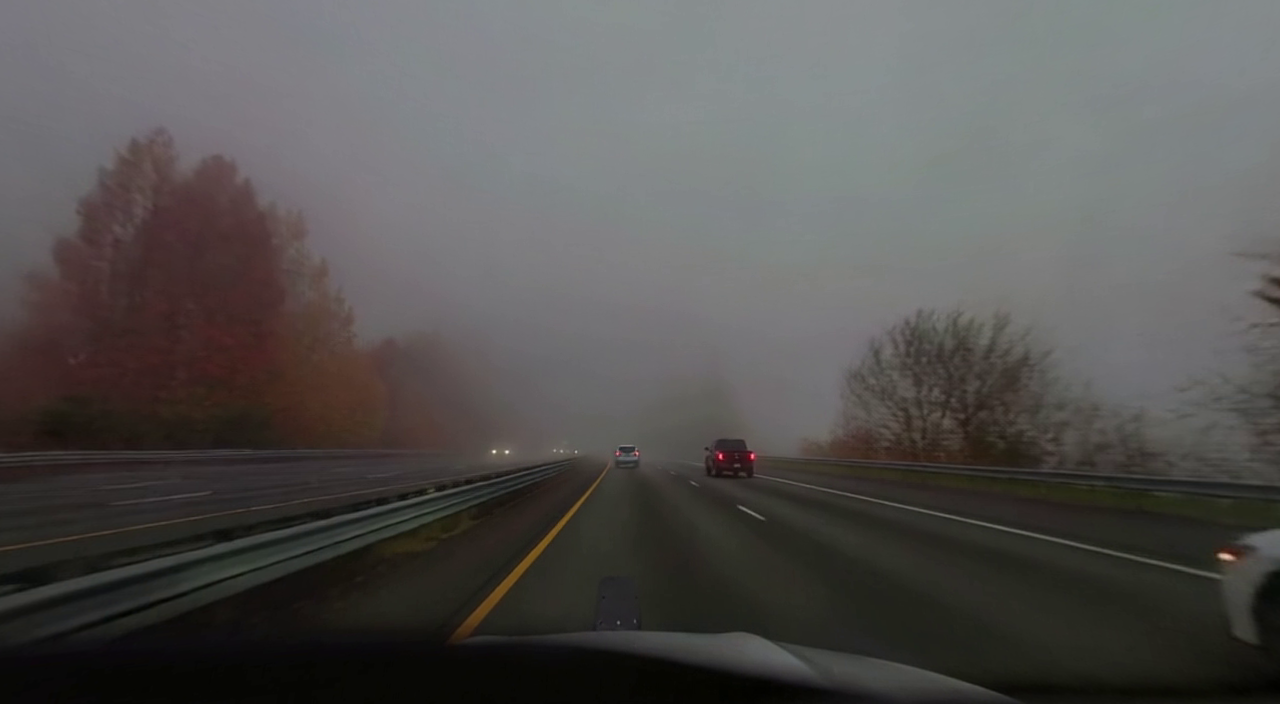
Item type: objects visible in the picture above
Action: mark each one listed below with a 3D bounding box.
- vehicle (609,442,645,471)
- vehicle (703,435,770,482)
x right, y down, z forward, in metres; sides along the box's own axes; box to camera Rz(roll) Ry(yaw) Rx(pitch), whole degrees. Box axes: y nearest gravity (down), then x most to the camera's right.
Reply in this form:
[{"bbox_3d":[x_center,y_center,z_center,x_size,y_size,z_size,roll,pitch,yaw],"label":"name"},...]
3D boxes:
[{"bbox_3d":[-0.821,6.660,40.086,2.151,1.693,4.201,0,-9,0],"label":"vehicle"},{"bbox_3d":[3.867,4.353,25.816,1.982,1.745,4.151,0,-9,-1],"label":"vehicle"}]
